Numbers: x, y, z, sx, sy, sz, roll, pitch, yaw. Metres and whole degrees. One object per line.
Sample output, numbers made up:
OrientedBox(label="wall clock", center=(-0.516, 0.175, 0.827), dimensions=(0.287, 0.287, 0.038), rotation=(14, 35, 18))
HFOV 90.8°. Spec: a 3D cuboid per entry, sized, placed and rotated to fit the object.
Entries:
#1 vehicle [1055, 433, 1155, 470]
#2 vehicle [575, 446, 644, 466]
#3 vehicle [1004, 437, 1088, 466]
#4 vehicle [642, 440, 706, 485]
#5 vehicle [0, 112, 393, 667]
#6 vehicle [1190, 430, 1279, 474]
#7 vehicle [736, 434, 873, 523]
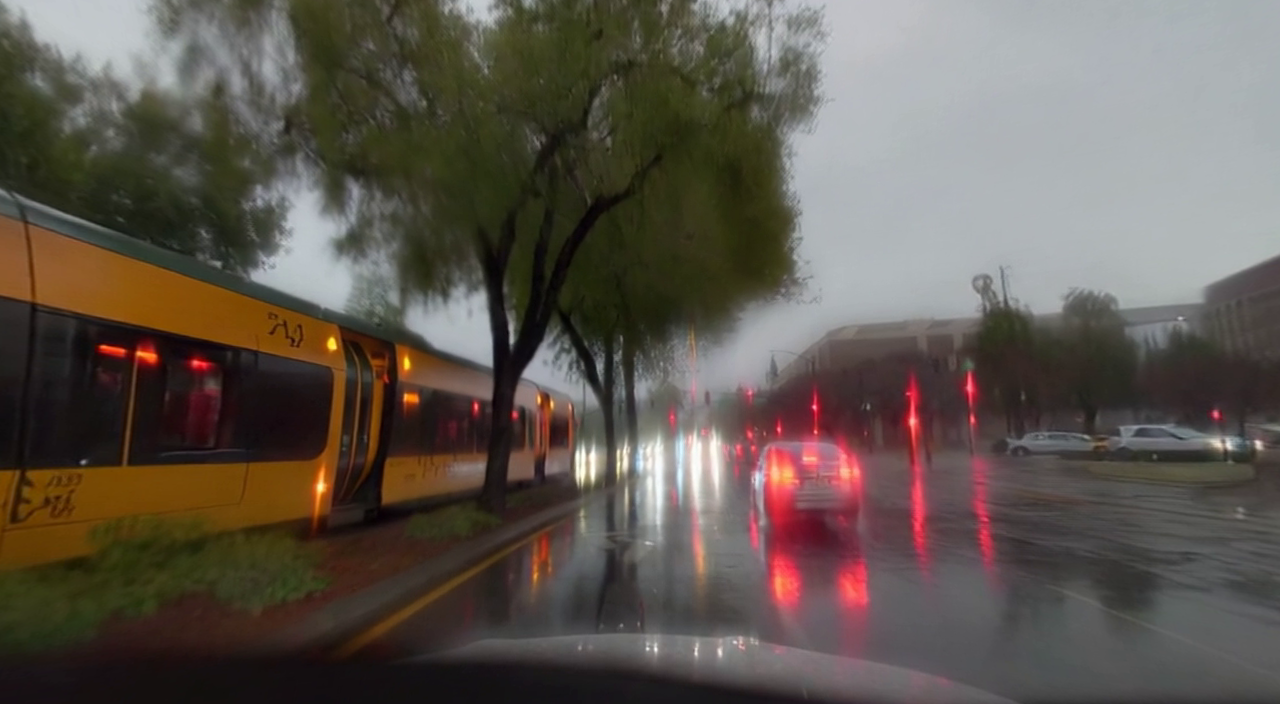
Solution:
OrientedBox(label="vehicle", center=(20.916, 4.490, 28.629), dimensions=(1.831, 1.545, 3.872), rotation=(-1, -9, 6))
OrientedBox(label="vehicle", center=(-2.295, 7.844, 47.727), dimensions=(4.941, 1.473, 1.885), rotation=(-1, -9, 7))
OrientedBox(label="vehicle", center=(21.424, 5.288, 33.586), dimensions=(1.796, 1.434, 4.504), rotation=(-1, -9, 6))
OrientedBox(label="vehicle", center=(1.345, 4.054, 23.365), dimensions=(2.118, 1.478, 4.076), rotation=(-1, -9, 6))
OrientedBox(label="vehicle", center=(-5.925, 0.036, 2.790), dimensions=(2.897, 3.700, 13.528), rotation=(-1, -8, 6))
OrientedBox(label="vehicle", center=(22.607, 3.583, 22.712), dimensions=(1.825, 1.462, 4.764), rotation=(-2, -9, 8))
OrientedBox(label="vehicle", center=(3.112, 2.481, 12.925), dimensions=(2.002, 1.471, 4.337), rotation=(-1, -9, 5))
